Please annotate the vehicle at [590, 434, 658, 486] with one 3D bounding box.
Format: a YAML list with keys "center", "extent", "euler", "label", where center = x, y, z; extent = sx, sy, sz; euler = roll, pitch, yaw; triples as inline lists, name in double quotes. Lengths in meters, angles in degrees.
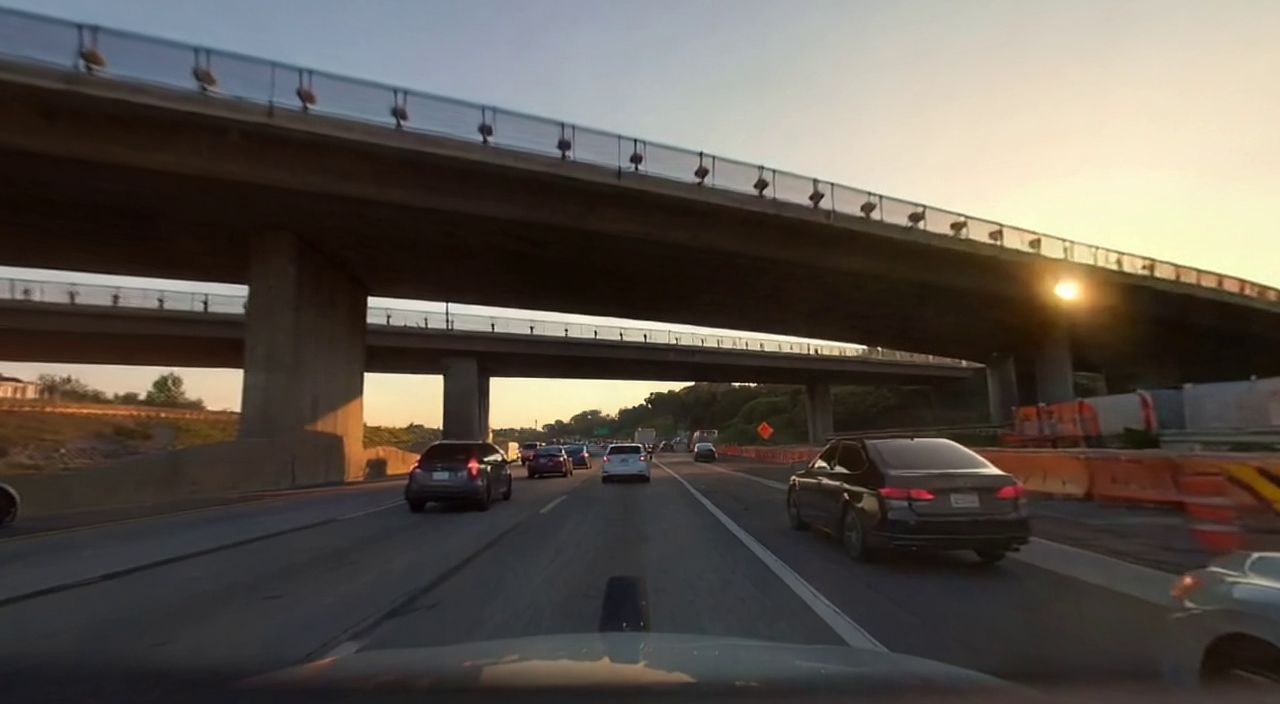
- center: [-0.532, 3.878, 22.982]
  extent: [2.270, 1.696, 4.061]
  euler: [0, -8, 0]
  label: "vehicle"

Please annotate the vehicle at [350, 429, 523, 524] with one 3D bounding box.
- center: [-3.987, 2.509, 13.300]
  extent: [2.124, 1.639, 4.344]
  euler: [0, -8, 1]
  label: "vehicle"

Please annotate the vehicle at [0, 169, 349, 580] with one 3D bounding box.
- center: [-7.567, 0.437, 7.531]
  extent: [2.959, 3.886, 10.574]
  euler: [0, -8, 1]
  label: "vehicle"

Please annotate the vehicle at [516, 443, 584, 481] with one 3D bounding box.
- center: [-3.718, 4.633, 26.935]
  extent: [2.141, 1.455, 4.447]
  euler: [0, -8, 1]
  label: "vehicle"

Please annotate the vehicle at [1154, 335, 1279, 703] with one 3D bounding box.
- center: [3.324, 0.511, 0.461]
  extent: [2.036, 1.676, 4.599]
  euler: [0, -8, 1]
  label: "vehicle"

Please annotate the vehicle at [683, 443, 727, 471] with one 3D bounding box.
- center: [3.573, 5.871, 35.424]
  extent: [2.003, 1.465, 4.092]
  euler: [0, -8, -1]
  label: "vehicle"
